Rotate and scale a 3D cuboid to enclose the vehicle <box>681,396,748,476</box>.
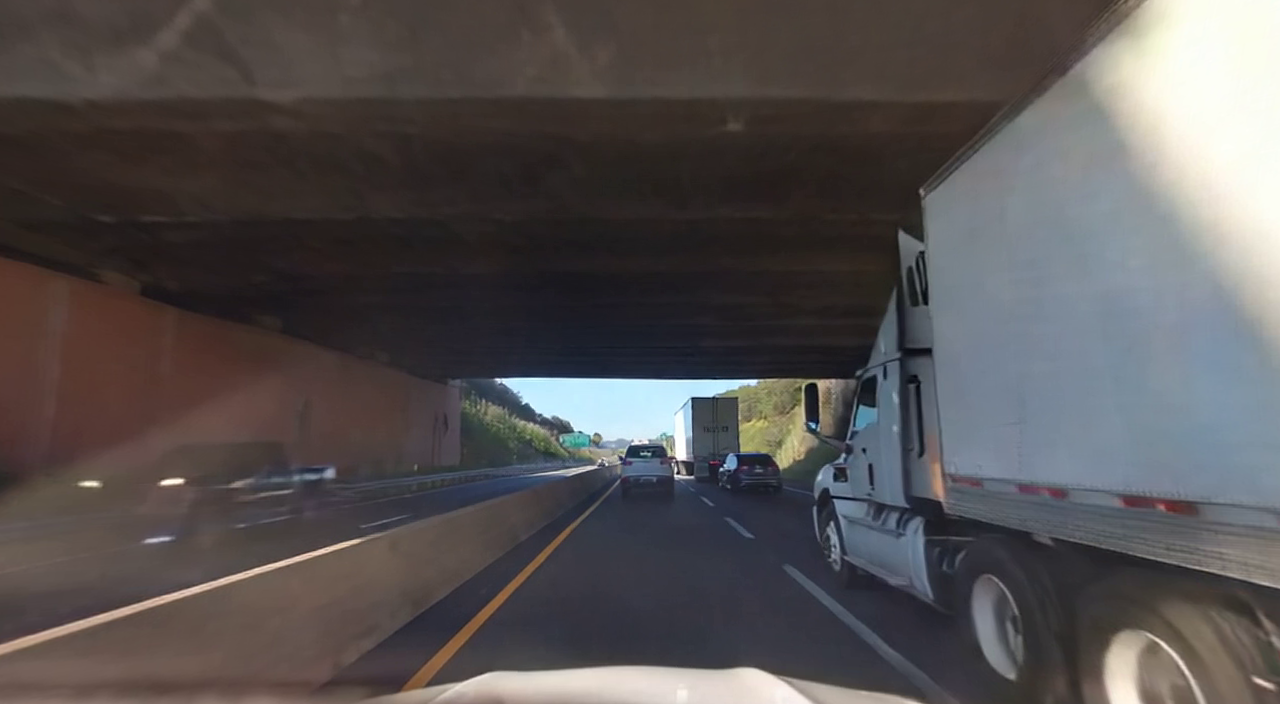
[{"bbox_3d":[3.941,4.724,35.085,2.948,3.974,6.480,-1,-9,1],"label":"vehicle"}]

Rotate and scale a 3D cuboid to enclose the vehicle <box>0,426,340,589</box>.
[{"bbox_3d":[-6.550,2.098,9.253,2.233,1.685,4.222,-4,-9,0],"label":"vehicle"}]

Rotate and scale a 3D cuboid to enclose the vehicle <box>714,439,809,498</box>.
[{"bbox_3d":[3.423,3.371,18.514,1.972,1.505,3.946,-1,-9,0],"label":"vehicle"}]

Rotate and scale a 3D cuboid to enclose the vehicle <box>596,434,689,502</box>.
[{"bbox_3d":[0.100,3.158,17.502,2.256,1.615,4.114,-1,-9,1],"label":"vehicle"}]
